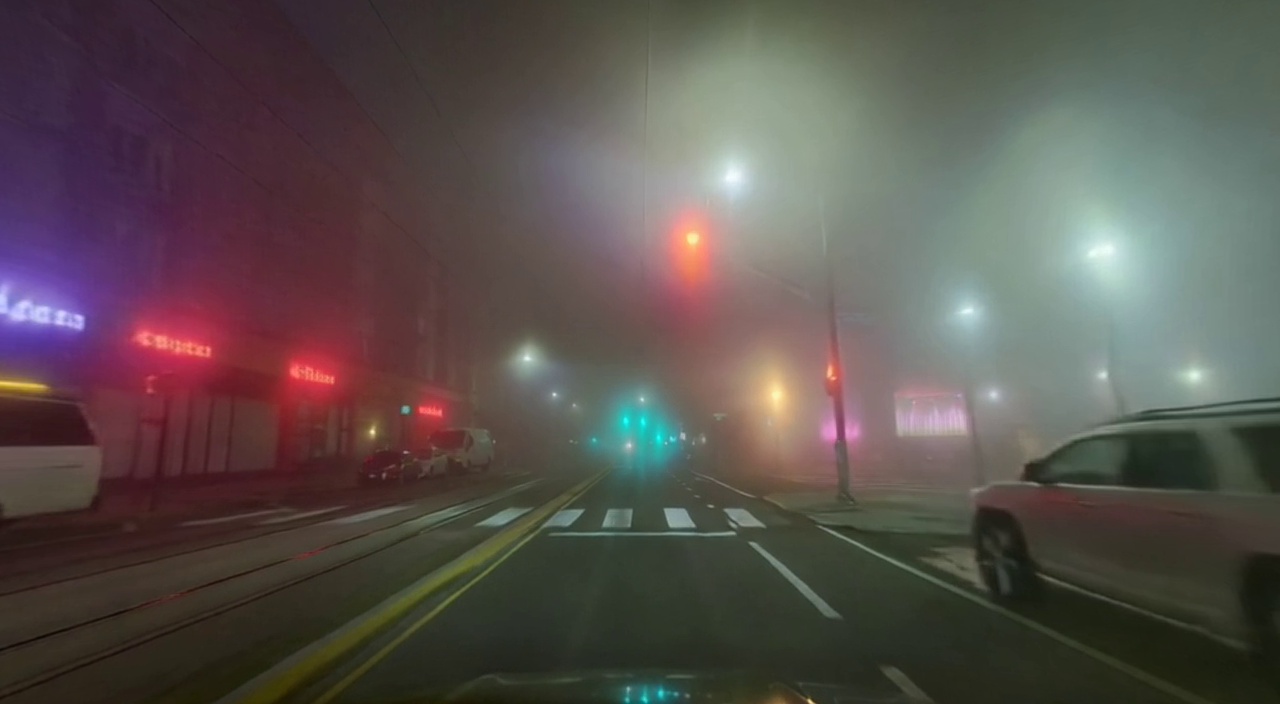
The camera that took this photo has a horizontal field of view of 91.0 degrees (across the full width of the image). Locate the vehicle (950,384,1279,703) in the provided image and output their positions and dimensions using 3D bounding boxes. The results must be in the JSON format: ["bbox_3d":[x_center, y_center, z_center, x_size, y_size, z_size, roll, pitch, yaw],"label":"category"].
[{"bbox_3d":[3.899,1.117,4.180,1.869,1.557,3.501,0,-8,0],"label":"vehicle"}]

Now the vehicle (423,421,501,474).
[{"bbox_3d":[-10.387,5.667,37.568,2.378,2.765,7.920,0,-8,0],"label":"vehicle"}]

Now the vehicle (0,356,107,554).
[{"bbox_3d":[-10.210,1.200,7.205,2.291,2.745,6.492,-1,-9,2],"label":"vehicle"}]

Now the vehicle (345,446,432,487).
[{"bbox_3d":[-9.992,4.557,25.375,1.897,1.464,4.209,0,-8,-2],"label":"vehicle"}]

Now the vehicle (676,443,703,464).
[{"bbox_3d":[3.782,7.786,48.504,1.819,1.546,3.681,0,-8,1],"label":"vehicle"}]
